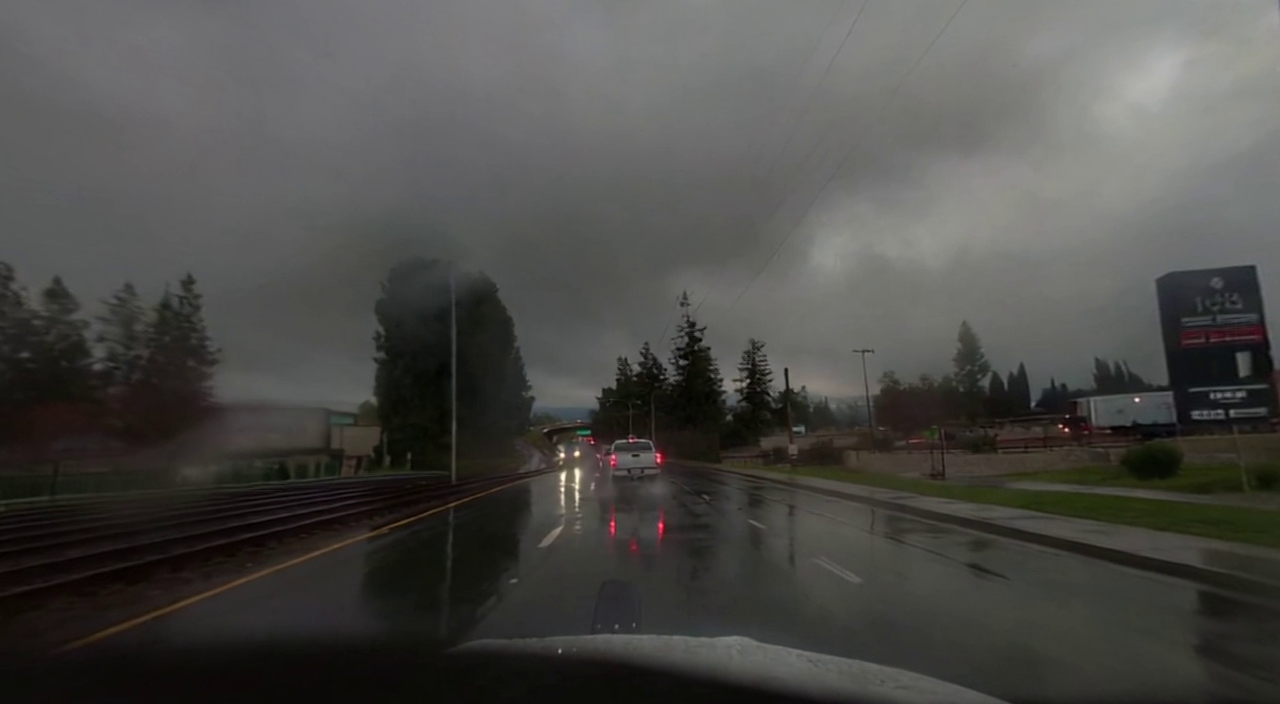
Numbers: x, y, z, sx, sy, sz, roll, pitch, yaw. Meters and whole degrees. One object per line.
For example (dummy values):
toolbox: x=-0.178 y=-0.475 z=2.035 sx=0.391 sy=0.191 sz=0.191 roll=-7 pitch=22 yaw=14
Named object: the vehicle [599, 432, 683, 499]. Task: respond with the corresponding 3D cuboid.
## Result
vehicle: x=0.021 y=3.698 z=20.993 sx=2.404 sy=1.926 sz=5.251 roll=0 pitch=-9 yaw=0
